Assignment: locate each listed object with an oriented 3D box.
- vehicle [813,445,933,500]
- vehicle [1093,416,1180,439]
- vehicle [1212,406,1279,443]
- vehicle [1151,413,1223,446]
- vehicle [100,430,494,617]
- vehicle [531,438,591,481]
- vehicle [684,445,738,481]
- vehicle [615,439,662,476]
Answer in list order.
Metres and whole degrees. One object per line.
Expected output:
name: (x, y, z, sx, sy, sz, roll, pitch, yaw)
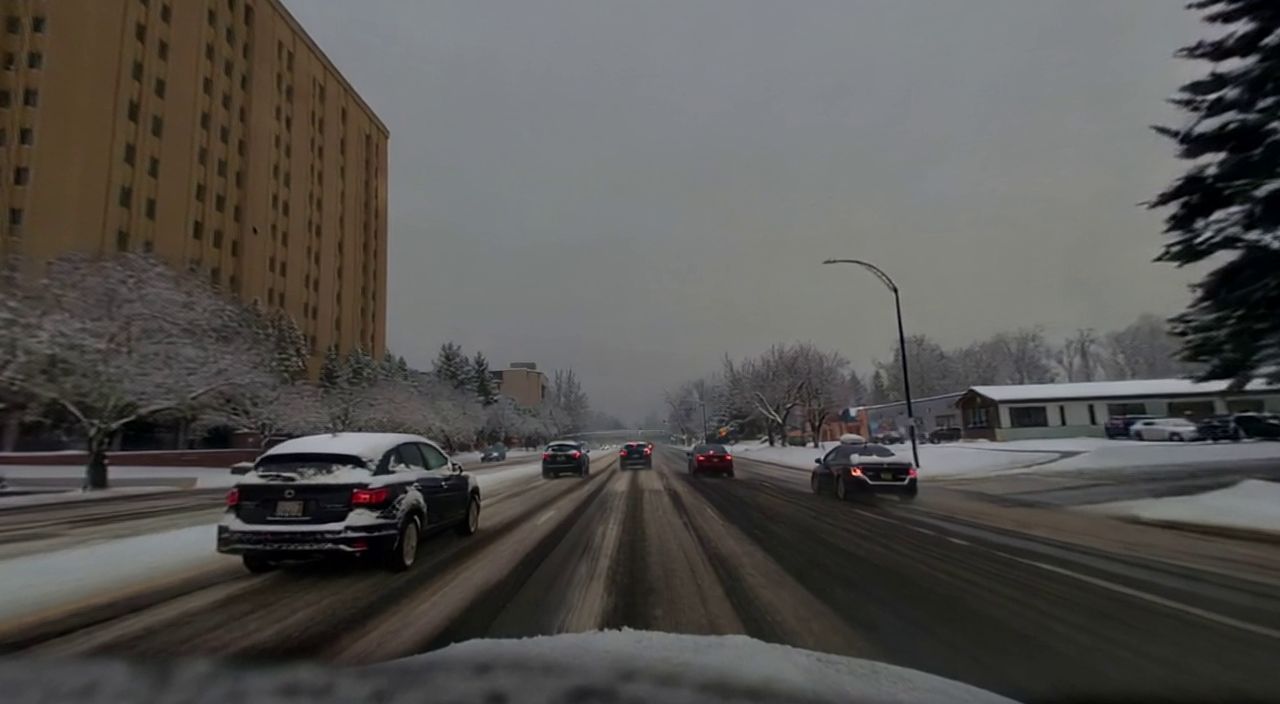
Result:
vehicle: (6.941, 3.625, 19.368, 1.865, 1.458, 4.605, 0, -9, 0)
vehicle: (33.475, 5.158, 42.626, 1.762, 1.432, 4.136, 5, -10, -29)
vehicle: (30.973, 3.684, 31.613, 1.993, 1.708, 4.464, -4, -10, 25)
vehicle: (28.317, 4.032, 32.772, 1.830, 1.465, 4.252, -9, -11, 29)
vehicle: (-3.288, 1.729, 7.356, 2.095, 1.486, 4.411, 0, -9, 0)
vehicle: (-3.500, 4.875, 28.873, 2.117, 1.799, 4.442, -1, -9, 1)
vehicle: (3.072, 4.876, 27.966, 1.884, 1.458, 4.245, 0, -9, 0)
vehicle: (-0.089, 5.566, 33.530, 2.304, 1.795, 4.526, 0, -9, 0)
